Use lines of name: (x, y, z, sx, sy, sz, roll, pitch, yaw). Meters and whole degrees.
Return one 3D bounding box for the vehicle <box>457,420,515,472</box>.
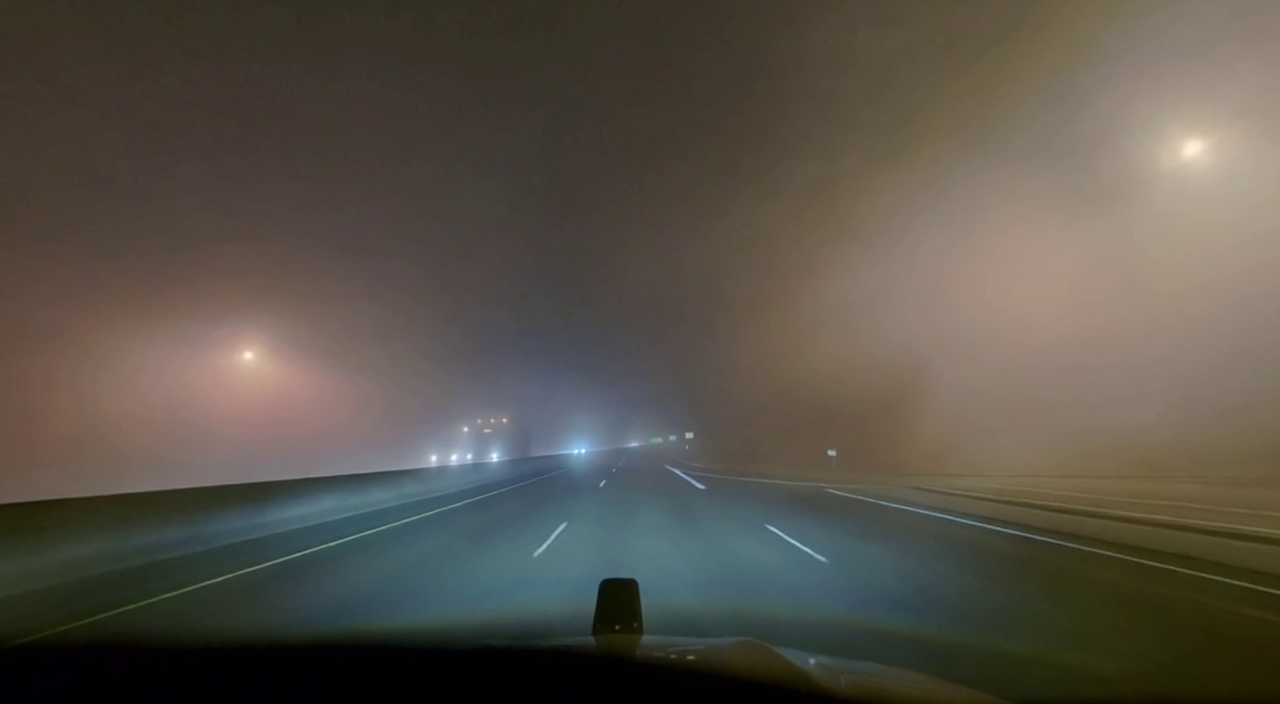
vehicle: (-11.961, 7.410, 49.231, 2.993, 3.759, 5.901, 0, -9, 0)
